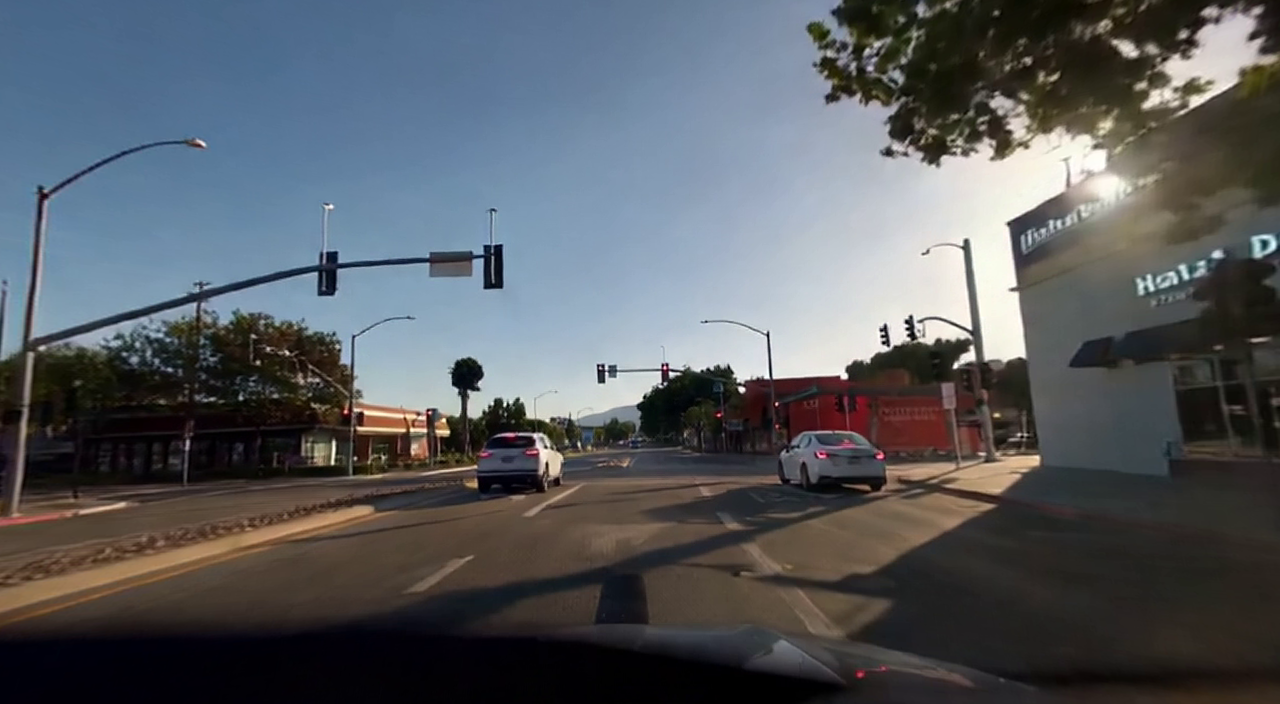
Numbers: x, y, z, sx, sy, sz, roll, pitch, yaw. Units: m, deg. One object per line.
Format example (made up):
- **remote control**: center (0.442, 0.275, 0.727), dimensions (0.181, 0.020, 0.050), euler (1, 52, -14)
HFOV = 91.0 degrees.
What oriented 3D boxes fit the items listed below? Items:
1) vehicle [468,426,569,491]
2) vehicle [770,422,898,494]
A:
- **vehicle**: center (-3.303, 3.001, 18.062), dimensions (1.947, 1.627, 4.248), euler (0, -8, 1)
- **vehicle**: center (5.010, 2.806, 17.010), dimensions (2.039, 1.655, 4.495), euler (0, -8, 0)
